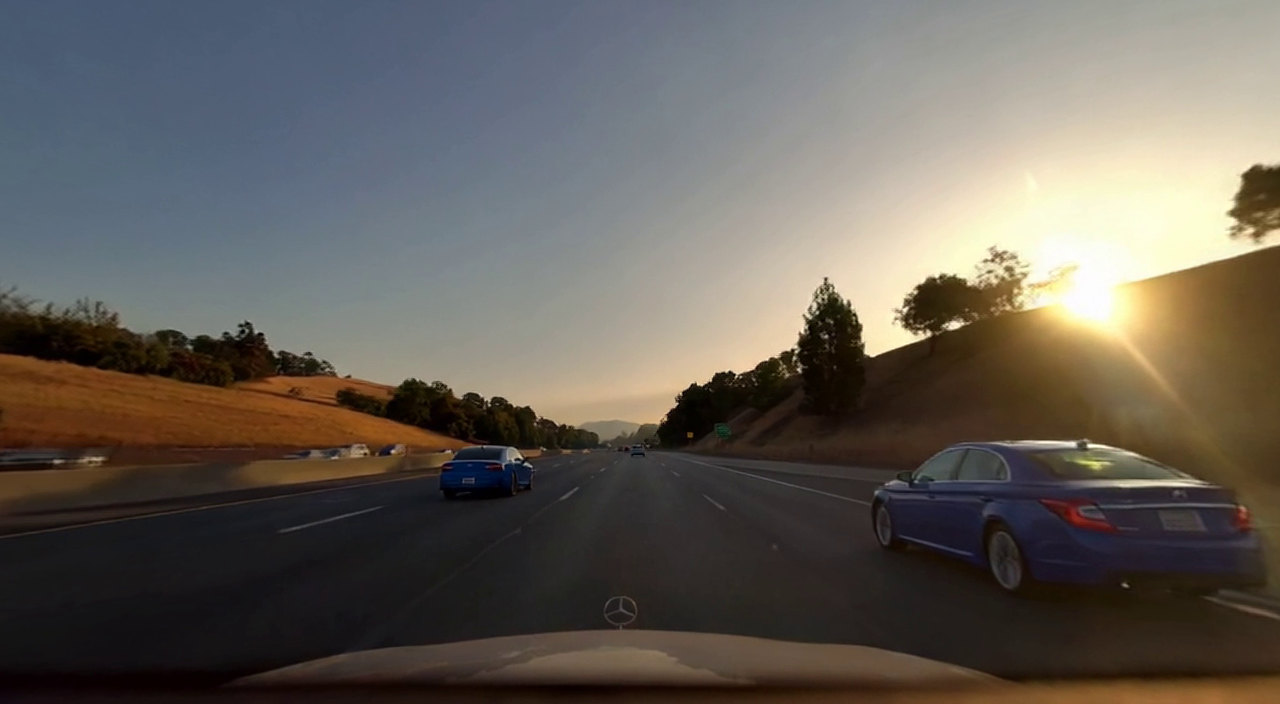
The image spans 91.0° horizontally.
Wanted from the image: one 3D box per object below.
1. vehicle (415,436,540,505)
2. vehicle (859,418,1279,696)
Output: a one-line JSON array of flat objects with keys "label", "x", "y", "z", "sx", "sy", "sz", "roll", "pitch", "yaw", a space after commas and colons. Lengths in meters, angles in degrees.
[{"label": "vehicle", "x": -3.956, "y": 2.963, "z": 16.237, "sx": 1.987, "sy": 1.516, "sz": 4.478, "roll": 0, "pitch": -8, "yaw": 1}, {"label": "vehicle", "x": 3.960, "y": 1.462, "z": 5.859, "sx": 2.049, "sy": 1.481, "sz": 4.774, "roll": 0, "pitch": -8, "yaw": -1}]
